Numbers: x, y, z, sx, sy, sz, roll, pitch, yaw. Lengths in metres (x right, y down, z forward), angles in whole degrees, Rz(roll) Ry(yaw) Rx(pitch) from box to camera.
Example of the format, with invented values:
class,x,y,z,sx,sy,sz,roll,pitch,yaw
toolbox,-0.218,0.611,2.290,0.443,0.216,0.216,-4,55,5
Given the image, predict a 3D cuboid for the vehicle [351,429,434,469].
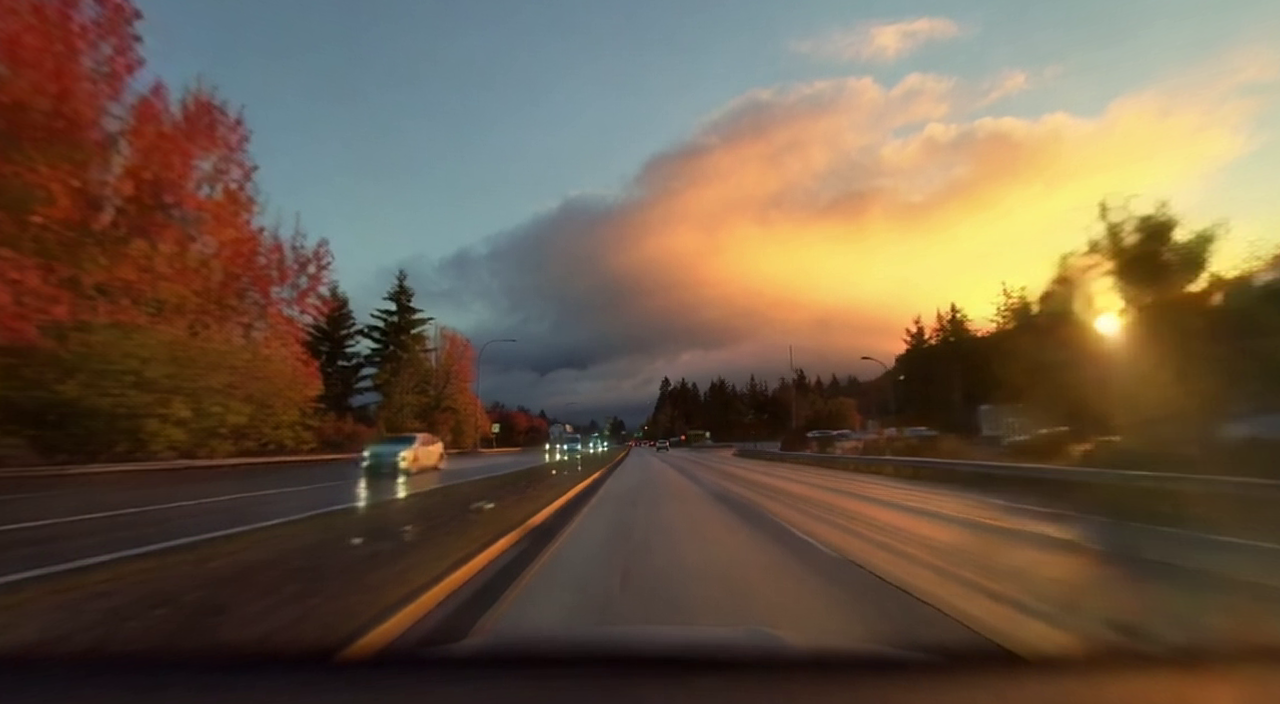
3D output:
class,x,y,z,sx,sy,sz,roll,pitch,yaw
vehicle,-10.869,4.287,27.980,1.935,1.609,4.144,0,-8,1
